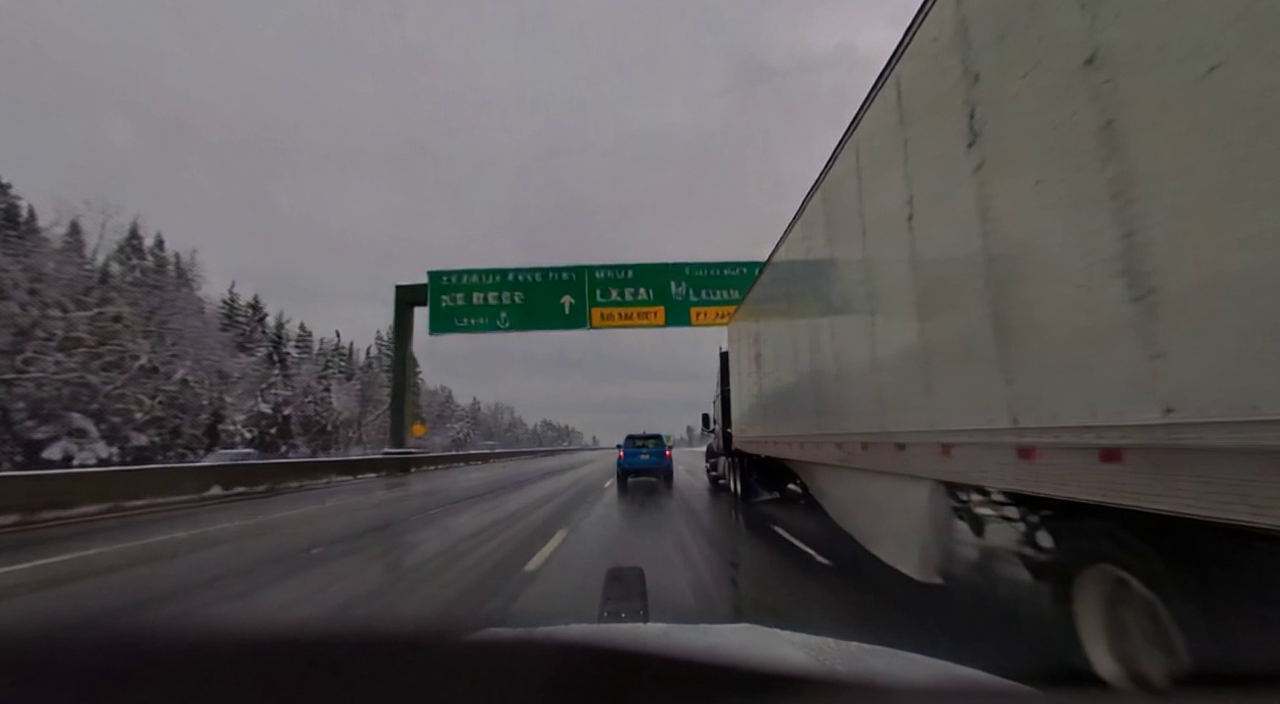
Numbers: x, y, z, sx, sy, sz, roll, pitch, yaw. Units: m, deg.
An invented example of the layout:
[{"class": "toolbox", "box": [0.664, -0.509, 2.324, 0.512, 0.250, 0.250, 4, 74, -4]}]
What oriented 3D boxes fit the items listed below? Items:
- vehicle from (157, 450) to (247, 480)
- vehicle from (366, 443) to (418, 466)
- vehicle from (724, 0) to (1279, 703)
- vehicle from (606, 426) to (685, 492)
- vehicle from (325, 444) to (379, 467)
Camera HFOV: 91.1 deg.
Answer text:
[{"class": "vehicle", "box": [-25.393, 6.522, 36.640, 1.871, 1.540, 4.626, -1, -8, 1]}, {"class": "vehicle", "box": [-18.300, 7.567, 46.458, 1.953, 1.598, 4.437, -1, -8, 1]}, {"class": "vehicle", "box": [3.404, 0.264, 7.695, 2.909, 4.135, 15.820, -1, -8, 1]}, {"class": "vehicle", "box": [0.170, 3.121, 18.681, 2.054, 1.706, 4.201, -1, -8, 1]}, {"class": "vehicle", "box": [-21.955, 7.906, 48.049, 1.927, 1.604, 4.541, -1, -8, 1]}]
